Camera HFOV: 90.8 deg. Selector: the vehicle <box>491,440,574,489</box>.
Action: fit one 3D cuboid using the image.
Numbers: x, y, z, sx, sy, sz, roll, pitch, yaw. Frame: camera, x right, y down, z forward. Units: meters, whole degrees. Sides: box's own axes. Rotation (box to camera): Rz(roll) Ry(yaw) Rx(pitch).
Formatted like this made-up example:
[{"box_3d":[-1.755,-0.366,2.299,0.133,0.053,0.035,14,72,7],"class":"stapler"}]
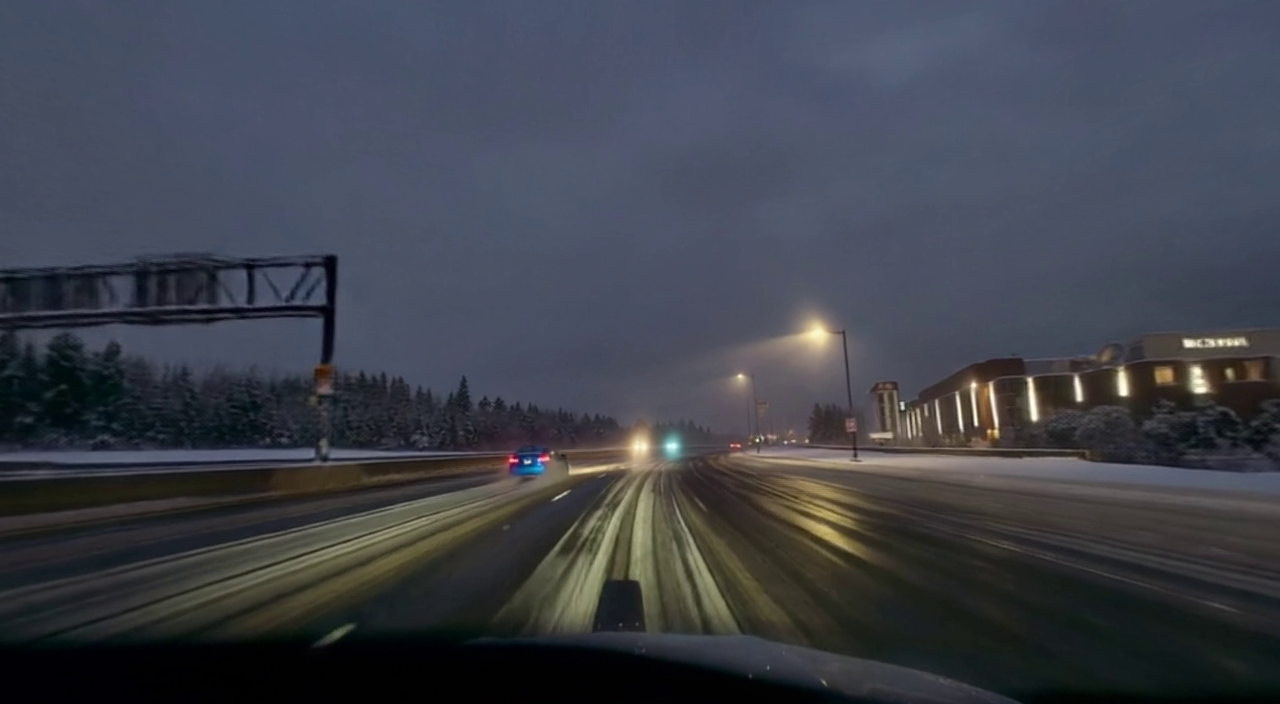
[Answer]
[{"box_3d":[-3.808,4.067,23.214,2.087,1.566,4.756,-1,-9,2],"class":"vehicle"}]
